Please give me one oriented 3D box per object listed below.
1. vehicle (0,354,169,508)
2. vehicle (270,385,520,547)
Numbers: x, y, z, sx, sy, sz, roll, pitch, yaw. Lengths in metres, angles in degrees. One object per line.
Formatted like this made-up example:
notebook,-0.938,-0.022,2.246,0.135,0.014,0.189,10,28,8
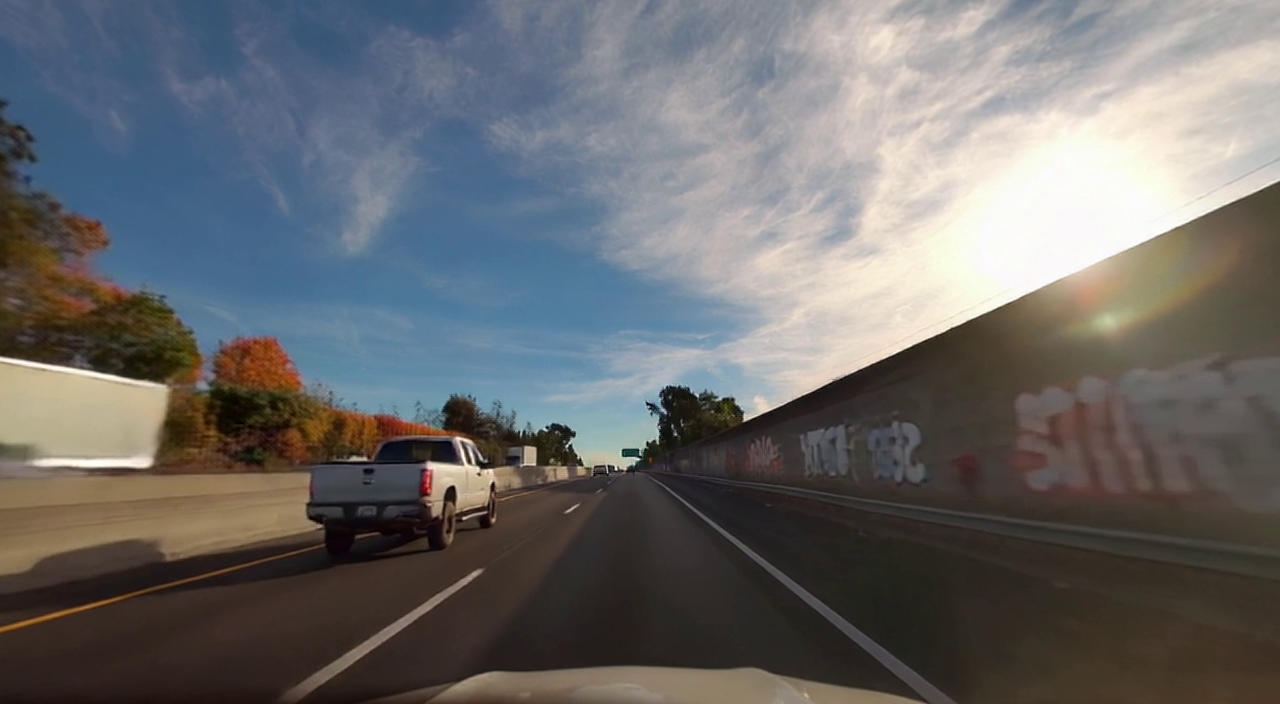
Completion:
vehicle,-17.634,1.844,15.194,2.927,3.827,12.466,1,-11,-1
vehicle,-4.306,2.285,12.696,2.597,2.434,6.020,1,-10,0
